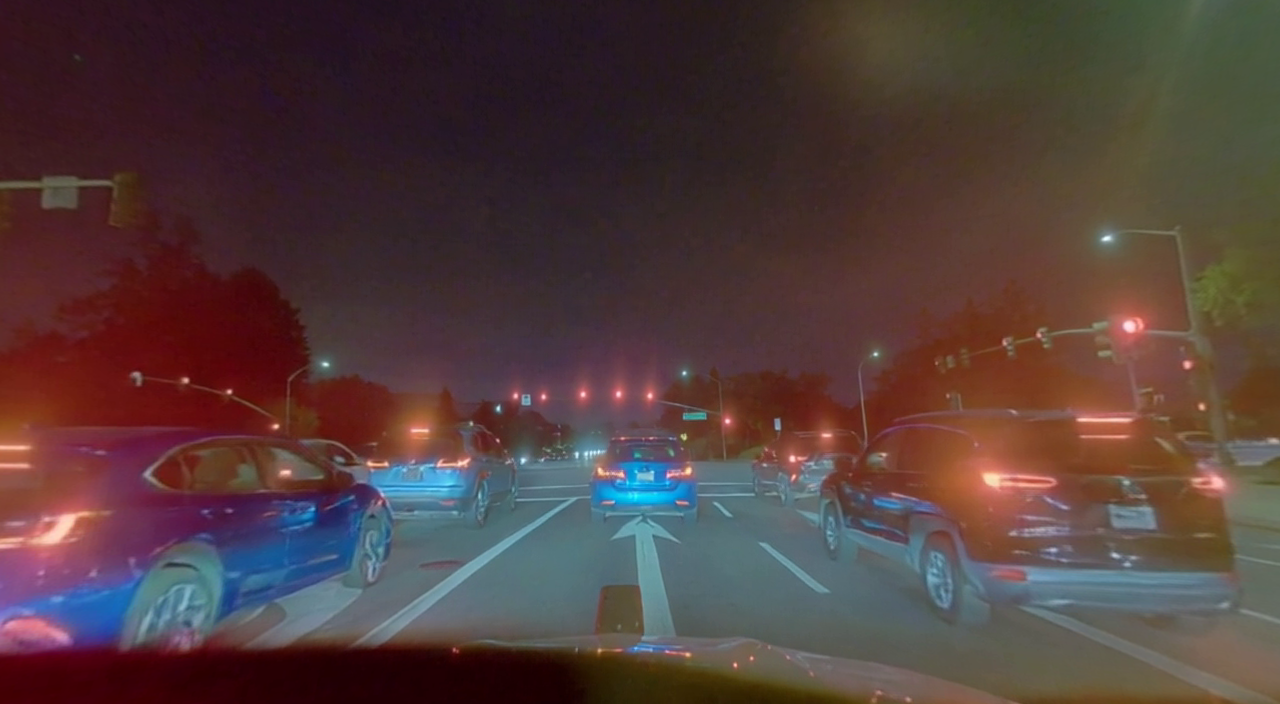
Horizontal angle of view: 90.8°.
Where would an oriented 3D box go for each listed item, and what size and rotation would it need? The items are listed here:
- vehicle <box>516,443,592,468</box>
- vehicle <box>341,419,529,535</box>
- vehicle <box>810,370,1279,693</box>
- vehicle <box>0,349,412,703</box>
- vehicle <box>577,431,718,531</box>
[{"bbox_3d":[-5.437,6.424,39.464,4.791,1.453,2.046,-8,-12,41],"label":"vehicle"},{"bbox_3d":[-3.415,2.177,11.518,1.958,1.693,4.242,0,-9,0],"label":"vehicle"},{"bbox_3d":[3.238,1.262,5.560,2.178,1.691,4.314,0,-9,-1],"label":"vehicle"},{"bbox_3d":[-3.374,1.109,4.193,2.034,1.655,4.465,0,-9,0],"label":"vehicle"},{"bbox_3d":[0.053,2.247,11.589,2.114,1.482,4.056,0,-9,-2],"label":"vehicle"}]
